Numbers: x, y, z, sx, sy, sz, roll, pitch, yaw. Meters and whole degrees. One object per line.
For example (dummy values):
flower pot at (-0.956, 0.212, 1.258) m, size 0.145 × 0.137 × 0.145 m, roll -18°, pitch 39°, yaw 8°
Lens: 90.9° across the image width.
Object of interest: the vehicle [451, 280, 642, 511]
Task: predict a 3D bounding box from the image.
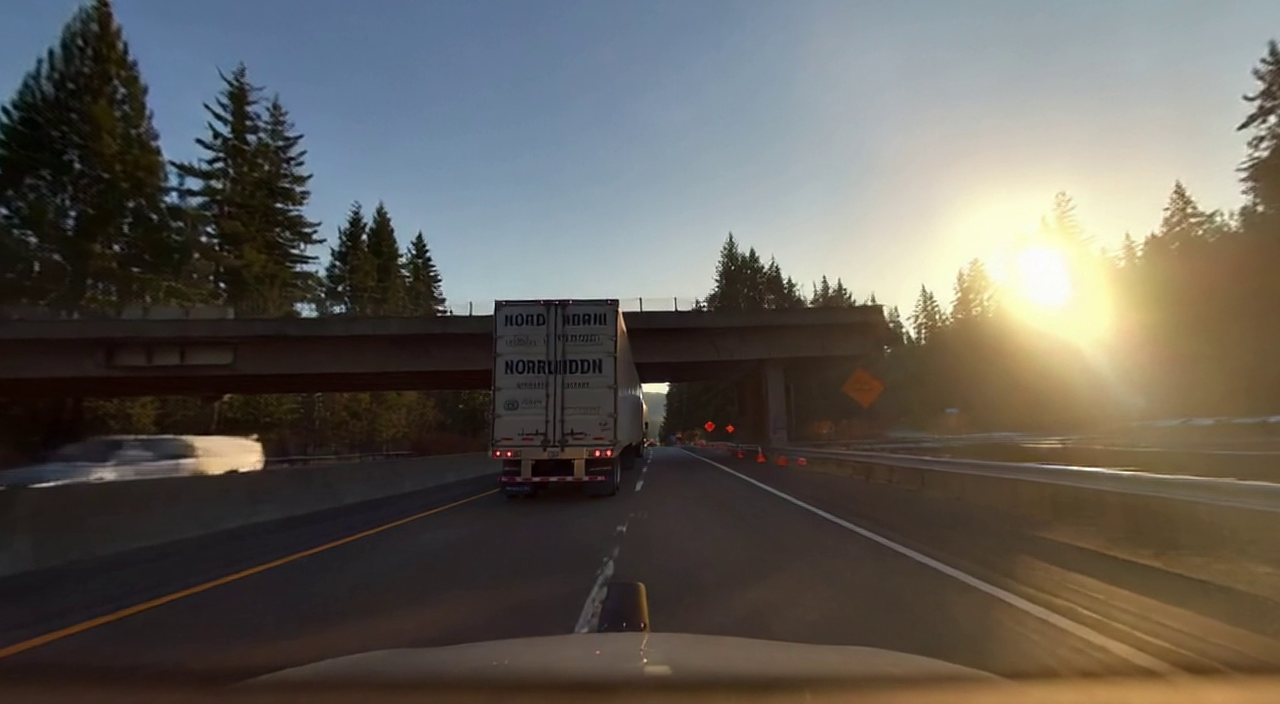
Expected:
vehicle at (-1.596, 1.902, 19.209) m, size 2.873 × 4.060 × 16.327 m, roll 0°, pitch -8°, yaw 2°

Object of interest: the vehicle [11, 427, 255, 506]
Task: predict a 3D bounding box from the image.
vehicle at (-12.385, 2.815, 15.980) m, size 2.199 × 1.693 × 4.664 m, roll 0°, pitch -8°, yaw 2°
